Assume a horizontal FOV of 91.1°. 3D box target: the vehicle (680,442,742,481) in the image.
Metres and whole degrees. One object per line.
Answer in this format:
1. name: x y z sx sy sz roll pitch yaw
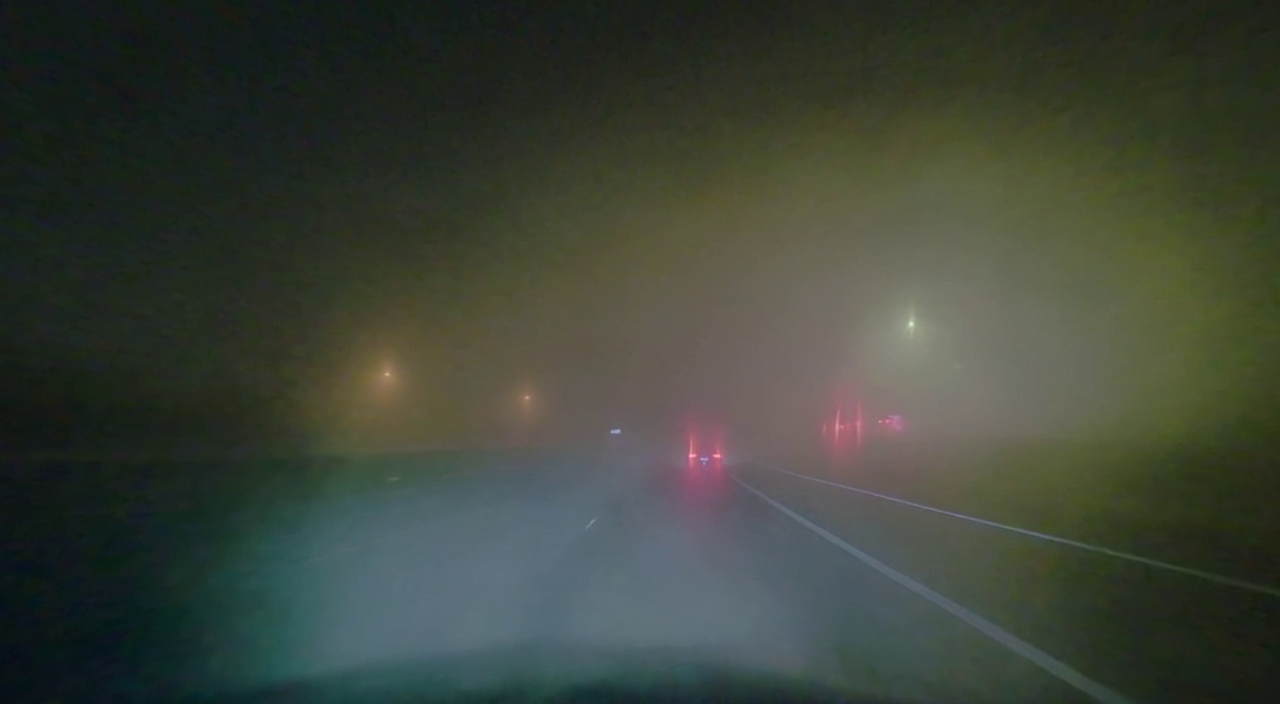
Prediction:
1. vehicle: 2.703 4.291 24.988 2.124 1.405 4.398 0 -8 2
